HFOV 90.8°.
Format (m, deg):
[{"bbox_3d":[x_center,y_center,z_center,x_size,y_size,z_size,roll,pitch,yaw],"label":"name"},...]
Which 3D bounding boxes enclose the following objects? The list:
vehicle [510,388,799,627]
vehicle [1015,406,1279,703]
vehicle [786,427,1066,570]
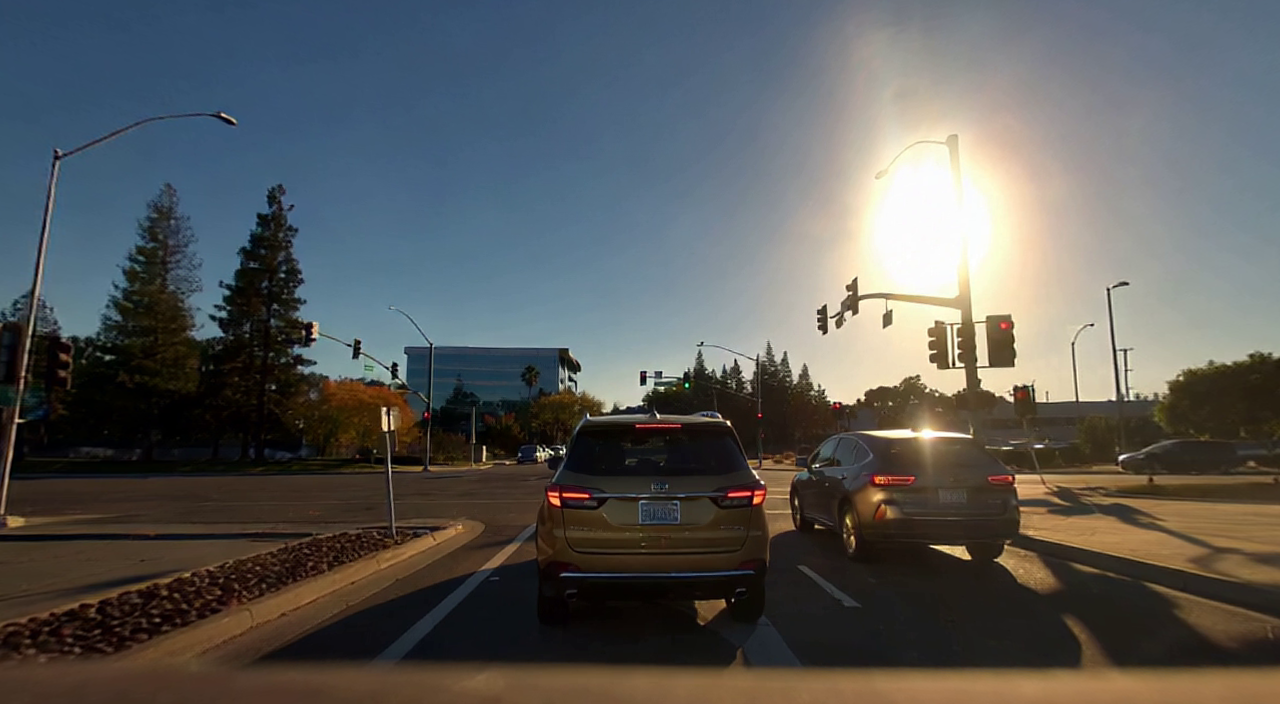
[{"bbox_3d":[0.104,1.500,7.072,2.170,1.793,4.468,0,-8,0],"label":"vehicle"},{"bbox_3d":[3.158,0.818,1.434,1.924,1.466,4.461,0,-8,1],"label":"vehicle"},{"bbox_3d":[3.526,1.861,8.858,1.861,1.495,4.215,0,-8,-1],"label":"vehicle"}]
